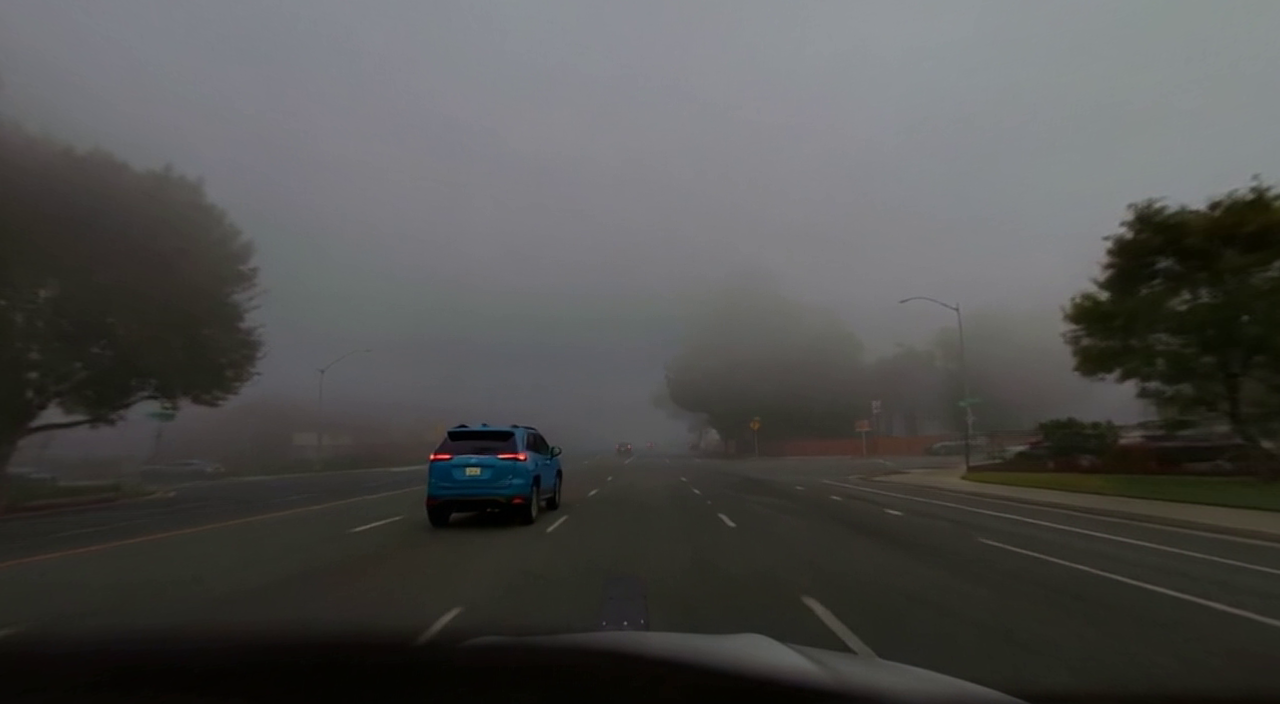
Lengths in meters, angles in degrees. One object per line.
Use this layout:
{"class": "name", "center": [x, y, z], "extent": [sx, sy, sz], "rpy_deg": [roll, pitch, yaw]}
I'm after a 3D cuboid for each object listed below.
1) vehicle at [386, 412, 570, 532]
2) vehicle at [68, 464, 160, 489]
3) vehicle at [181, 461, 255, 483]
{"class": "vehicle", "center": [-2.796, 2.218, 12.264], "extent": [2.179, 1.851, 4.756], "rpy_deg": [0, -8, 2]}
{"class": "vehicle", "center": [-36.580, 8.638, 43.978], "extent": [4.757, 1.473, 1.837], "rpy_deg": [6, -11, -37]}
{"class": "vehicle", "center": [-31.924, 9.069, 47.724], "extent": [4.500, 1.475, 1.842], "rpy_deg": [6, -10, -35]}
